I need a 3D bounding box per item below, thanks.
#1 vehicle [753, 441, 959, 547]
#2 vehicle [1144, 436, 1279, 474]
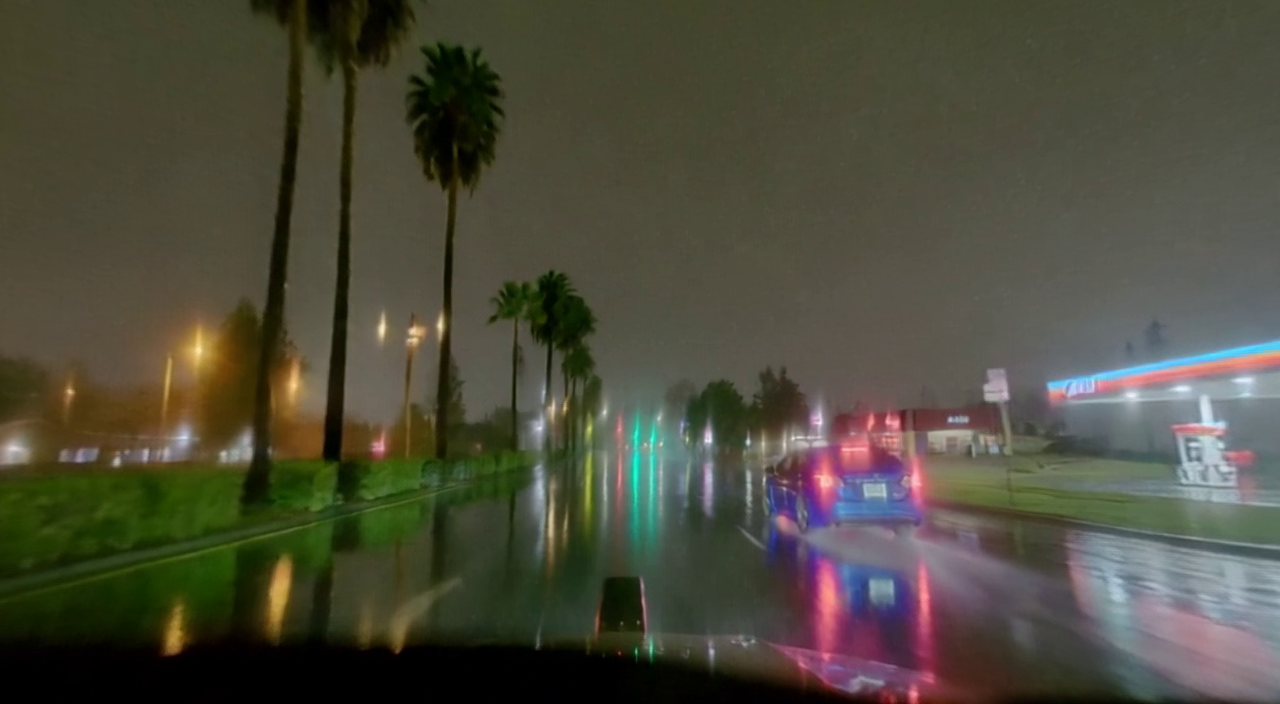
[{"bbox_3d":[3.394,2.294,10.979,1.978,1.442,4.262,0,-8,-2],"label":"vehicle"},{"bbox_3d":[32.244,5.821,35.706,5.339,1.812,2.175,-3,-9,3],"label":"vehicle"}]
